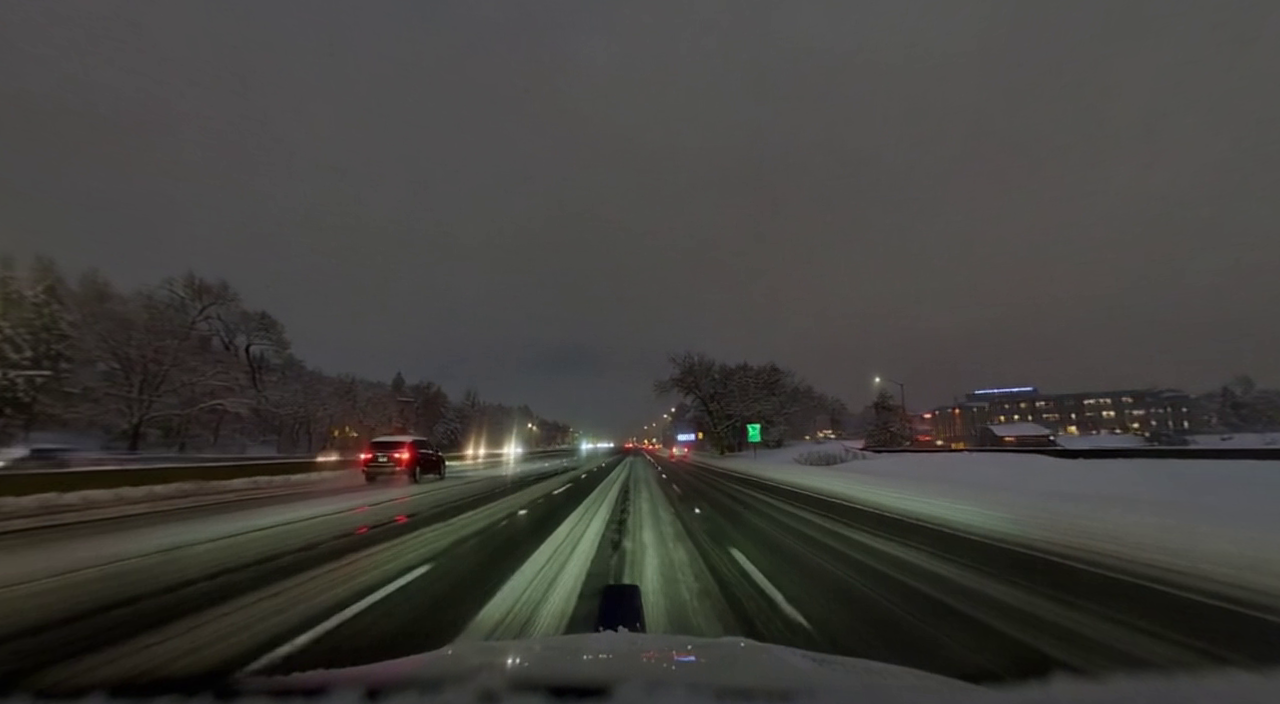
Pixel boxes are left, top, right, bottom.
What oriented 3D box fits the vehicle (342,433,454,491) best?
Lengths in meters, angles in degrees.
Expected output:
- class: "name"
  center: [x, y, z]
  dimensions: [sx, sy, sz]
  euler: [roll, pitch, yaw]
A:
- class: "vehicle"
  center: [-8.041, 3.684, 21.480]
  dimensions: [2.089, 1.724, 4.327]
  euler: [0, -9, 0]
